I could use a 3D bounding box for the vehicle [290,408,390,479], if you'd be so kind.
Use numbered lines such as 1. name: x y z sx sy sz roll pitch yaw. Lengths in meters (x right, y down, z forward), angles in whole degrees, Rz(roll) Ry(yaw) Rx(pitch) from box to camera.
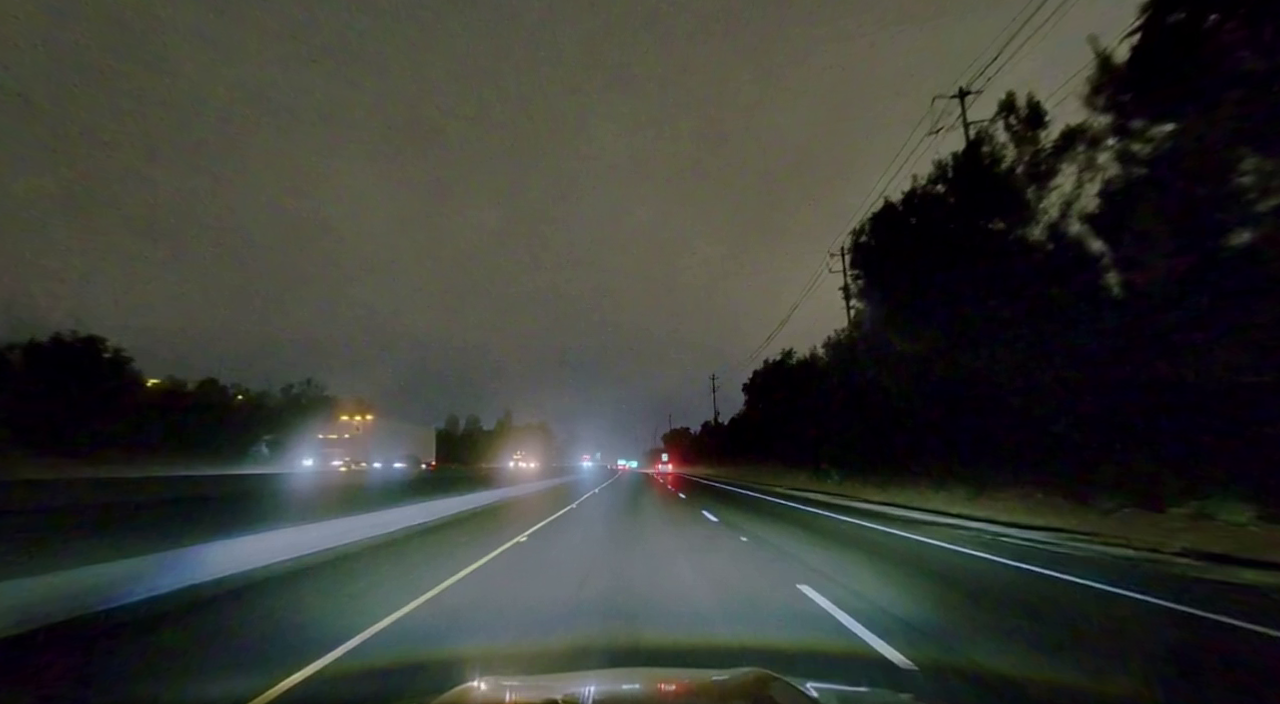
1. vehicle: -17.939 5.649 38.209 2.967 3.923 5.931 1 -10 -1

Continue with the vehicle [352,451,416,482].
1. vehicle: -12.995 5.876 32.221 1.691 1.457 3.627 1 -10 1
